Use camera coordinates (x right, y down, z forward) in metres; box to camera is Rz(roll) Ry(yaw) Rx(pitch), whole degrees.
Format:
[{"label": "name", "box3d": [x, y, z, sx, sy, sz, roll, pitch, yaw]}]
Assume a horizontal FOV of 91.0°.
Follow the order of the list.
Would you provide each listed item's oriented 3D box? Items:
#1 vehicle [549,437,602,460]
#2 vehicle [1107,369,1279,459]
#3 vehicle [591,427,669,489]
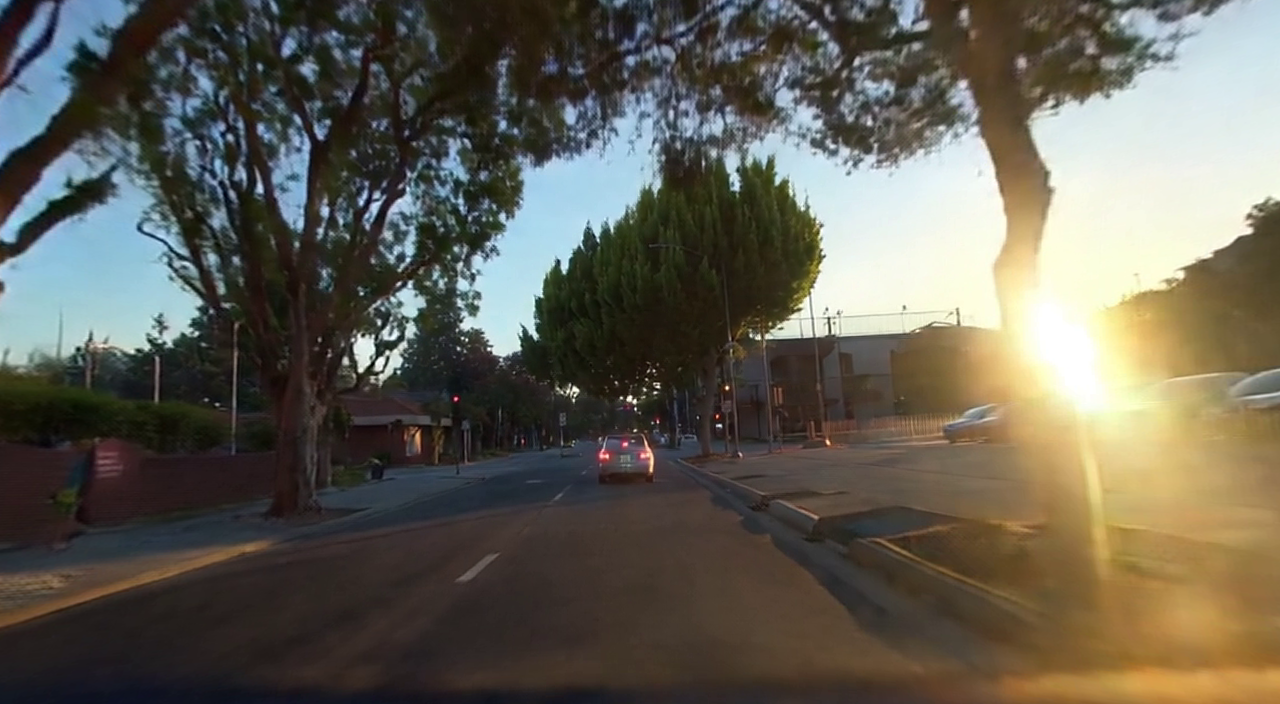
[{"label": "vehicle", "box3d": [-5.079, 7.501, 48.988, 1.966, 1.651, 4.401, 6, -11, -40]}, {"label": "vehicle", "box3d": [12.481, 1.192, 12.918, 4.052, 1.595, 2.062, -4, -5, 3]}, {"label": "vehicle", "box3d": [-0.259, 3.203, 19.406, 2.142, 1.686, 3.816, -1, -8, 1]}]
